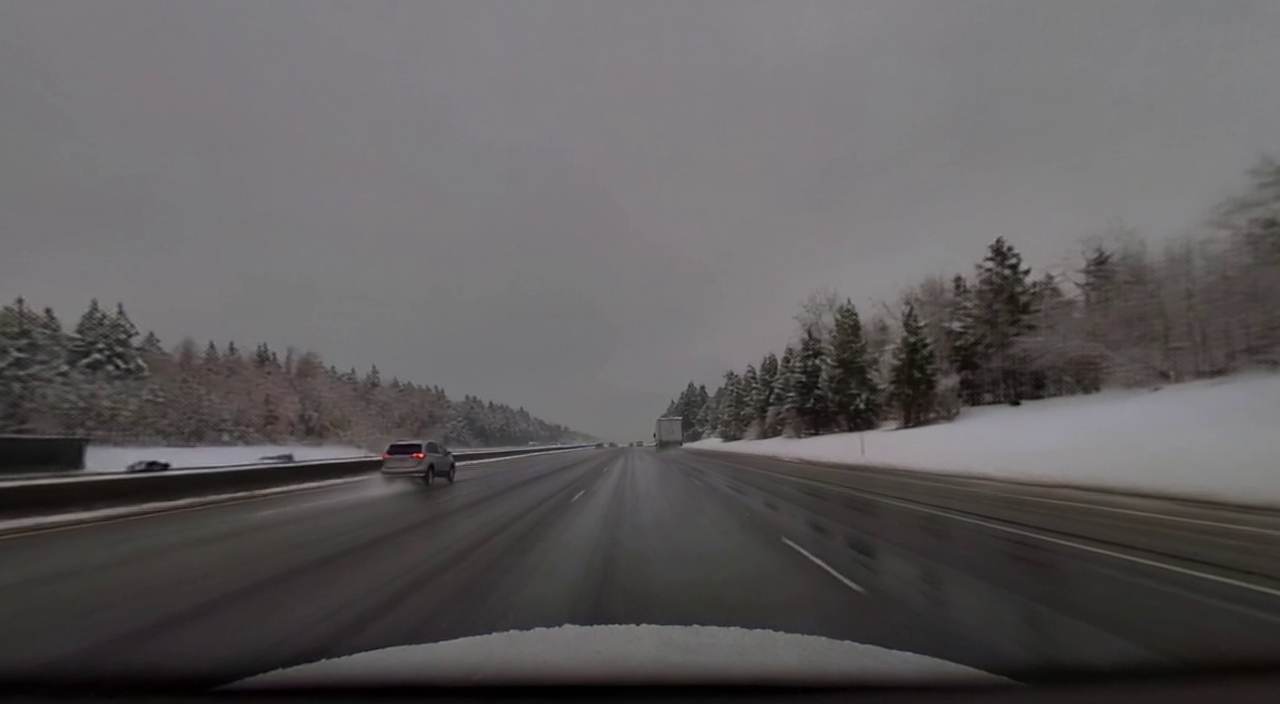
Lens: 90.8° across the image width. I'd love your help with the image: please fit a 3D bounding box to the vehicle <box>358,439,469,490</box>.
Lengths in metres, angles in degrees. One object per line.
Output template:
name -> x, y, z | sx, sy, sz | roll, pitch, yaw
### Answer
vehicle -> -7.311, 3.663, 20.969 | 2.033, 1.494, 4.508 | 0, -9, 0
